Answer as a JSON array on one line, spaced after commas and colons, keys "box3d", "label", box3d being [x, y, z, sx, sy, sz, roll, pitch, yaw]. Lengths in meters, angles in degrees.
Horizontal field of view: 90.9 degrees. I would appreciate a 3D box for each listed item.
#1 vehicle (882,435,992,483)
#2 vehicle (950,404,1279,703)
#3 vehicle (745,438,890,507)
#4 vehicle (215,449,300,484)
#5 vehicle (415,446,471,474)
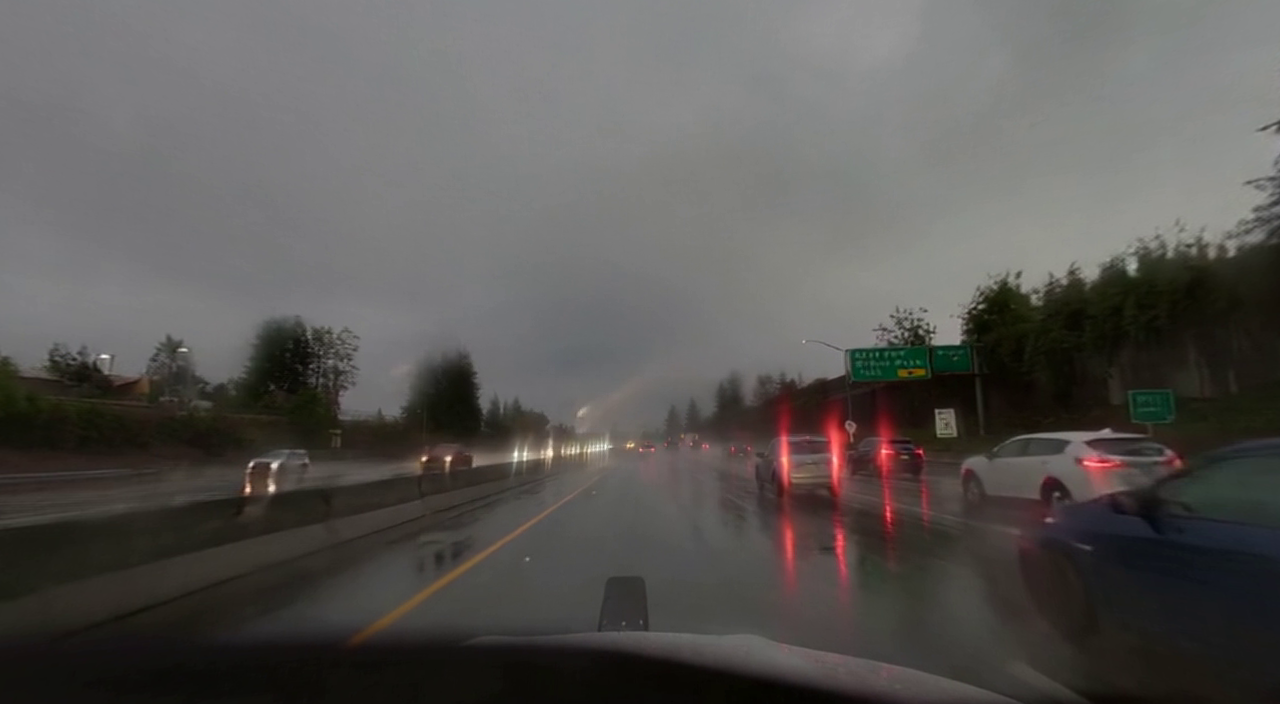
[{"box3d": [11.541, 4.161, 24.939, 1.954, 1.685, 4.935, 0, -8, 0], "label": "vehicle"}, {"box3d": [3.463, 0.940, 2.388, 2.198, 1.467, 4.675, 0, -8, 0], "label": "vehicle"}, {"box3d": [4.284, 2.994, 16.256, 2.223, 1.483, 5.075, 0, -8, 0], "label": "vehicle"}, {"box3d": [-21.130, 6.318, 35.076, 1.945, 1.756, 4.348, 0, -8, 0], "label": "vehicle"}, {"box3d": [-12.825, 7.014, 41.350, 2.123, 1.698, 4.656, 0, -8, 0], "label": "vehicle"}]
